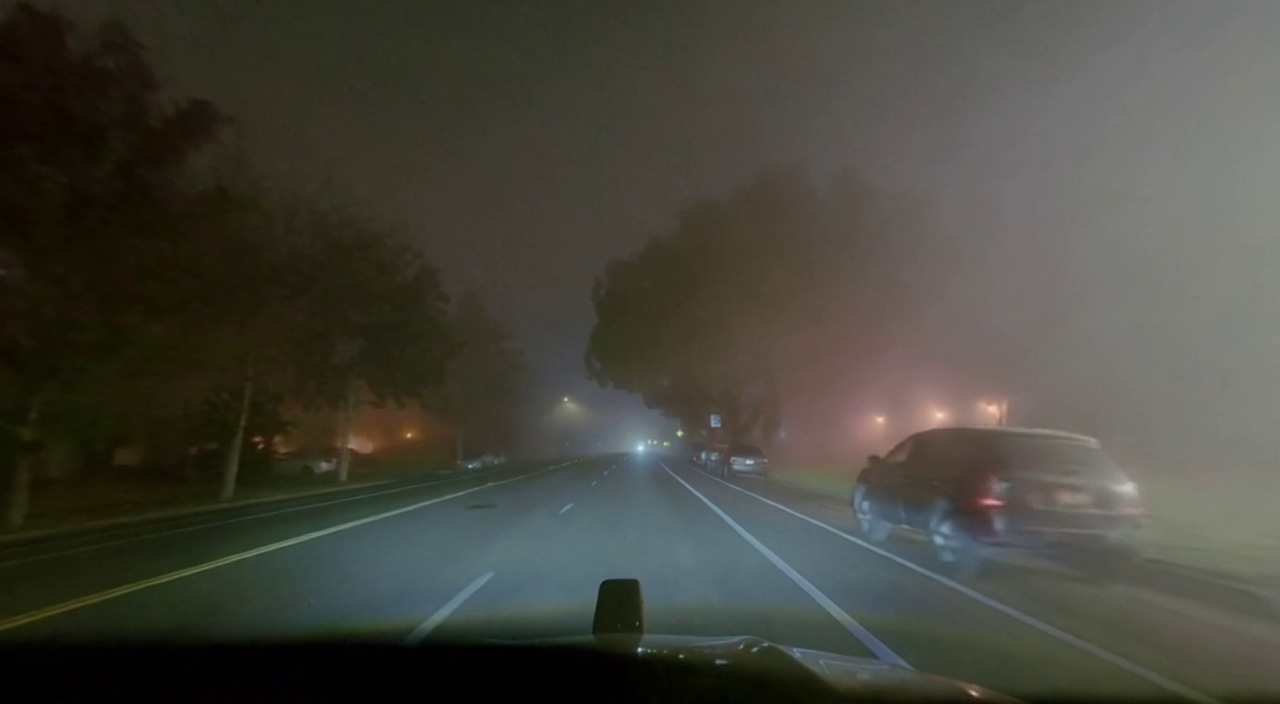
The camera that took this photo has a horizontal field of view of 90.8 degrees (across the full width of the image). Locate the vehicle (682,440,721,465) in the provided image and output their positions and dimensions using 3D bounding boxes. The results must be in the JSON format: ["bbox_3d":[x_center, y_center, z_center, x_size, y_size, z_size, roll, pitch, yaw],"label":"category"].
[{"bbox_3d":[3.947,6.539,41.218,2.002,1.493,4.652,-1,-8,-1],"label":"vehicle"}]

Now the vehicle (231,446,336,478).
[{"bbox_3d":[-19.227,5.936,34.227,4.446,1.534,2.018,-1,-8,1],"label":"vehicle"}]

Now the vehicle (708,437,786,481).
[{"bbox_3d":[4.077,4.171,24.899,1.997,1.510,4.555,-1,-8,-4],"label":"vehicle"}]

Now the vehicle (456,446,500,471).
[{"bbox_3d":[-10.971,7.204,43.090,1.895,1.551,4.229,-1,-8,0],"label":"vehicle"}]

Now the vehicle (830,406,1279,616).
[{"bbox_3d":[4.020,1.586,7.356,1.999,1.615,4.513,-1,-8,-3],"label":"vehicle"}]
